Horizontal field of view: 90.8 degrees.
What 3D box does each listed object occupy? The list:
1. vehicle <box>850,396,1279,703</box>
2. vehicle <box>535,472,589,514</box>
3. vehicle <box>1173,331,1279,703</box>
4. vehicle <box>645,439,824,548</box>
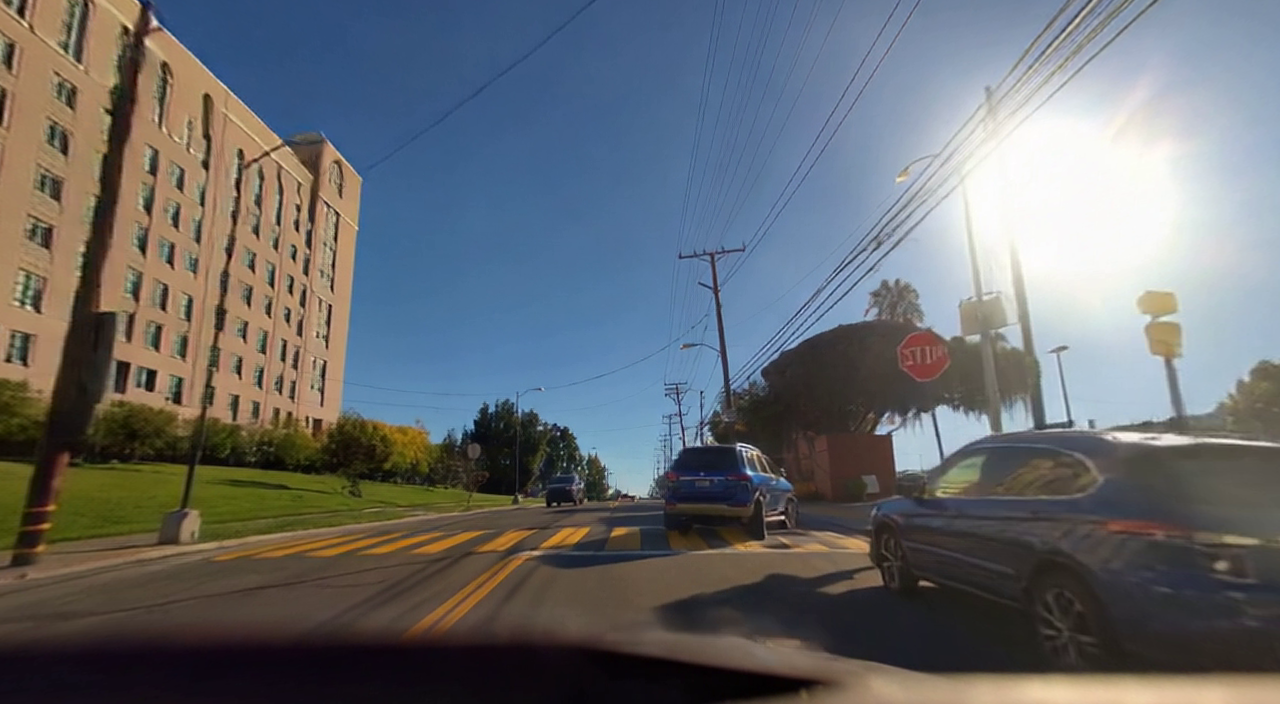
[{"bbox_3d":[3.266,1.292,4.755,1.933,1.612,3.941,0,-8,-1],"label":"vehicle"},{"bbox_3d":[-3.502,6.415,29.000,1.911,1.563,4.057,0,-8,0],"label":"vehicle"},{"bbox_3d":[3.343,0.522,0.382,2.039,1.731,4.428,0,-8,-2],"label":"vehicle"},{"bbox_3d":[2.196,2.747,13.203,2.214,1.789,4.872,-4,-9,27],"label":"vehicle"}]
